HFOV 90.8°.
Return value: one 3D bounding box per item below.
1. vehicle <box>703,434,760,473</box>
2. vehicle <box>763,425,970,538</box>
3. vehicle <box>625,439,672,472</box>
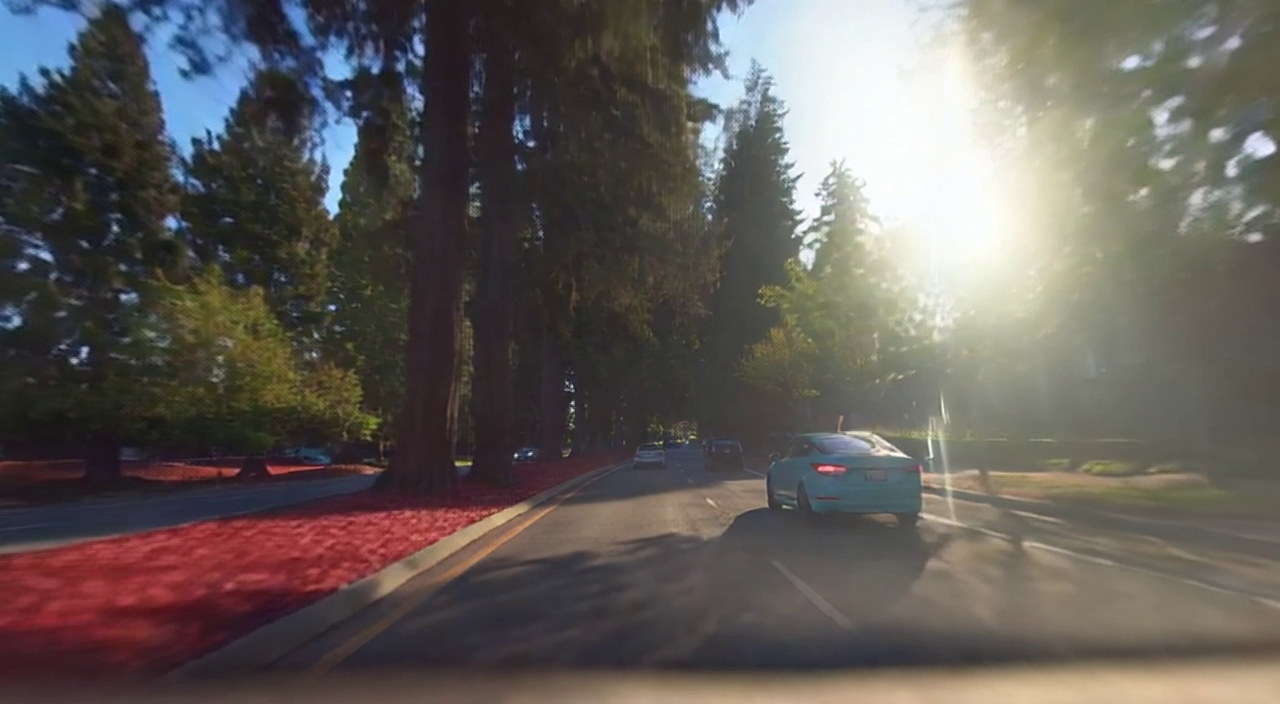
[{"bbox_3d":[4.195,4.745,29.636,2.074,1.652,4.340,0,-9,1],"label":"vehicle"},{"bbox_3d":[3.499,2.083,10.749,1.985,1.529,4.147,0,-9,0],"label":"vehicle"},{"bbox_3d":[0.470,4.906,30.184,2.082,1.473,4.028,0,-8,3],"label":"vehicle"}]
